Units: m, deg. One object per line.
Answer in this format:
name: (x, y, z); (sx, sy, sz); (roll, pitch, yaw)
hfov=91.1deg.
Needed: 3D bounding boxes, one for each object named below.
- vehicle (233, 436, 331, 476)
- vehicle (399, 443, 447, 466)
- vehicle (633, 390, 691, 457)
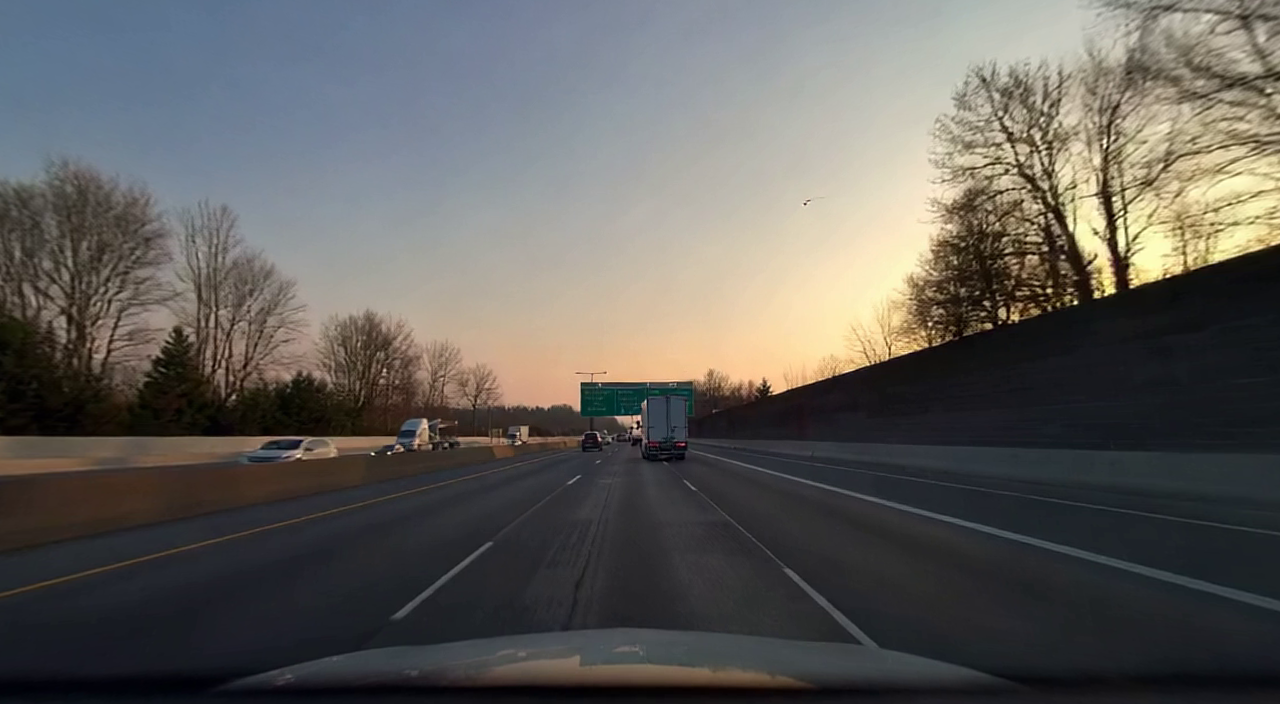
vehicle: (-18.813, 5.454, 33.427); (2.106, 1.954, 5.200); (0, -8, 0)
vehicle: (-14.687, 6.937, 42.718); (1.772, 1.463, 3.906); (0, -8, 1)
vehicle: (1.208, 5.431, 45.758); (2.965, 3.972, 16.689); (0, -8, -2)
